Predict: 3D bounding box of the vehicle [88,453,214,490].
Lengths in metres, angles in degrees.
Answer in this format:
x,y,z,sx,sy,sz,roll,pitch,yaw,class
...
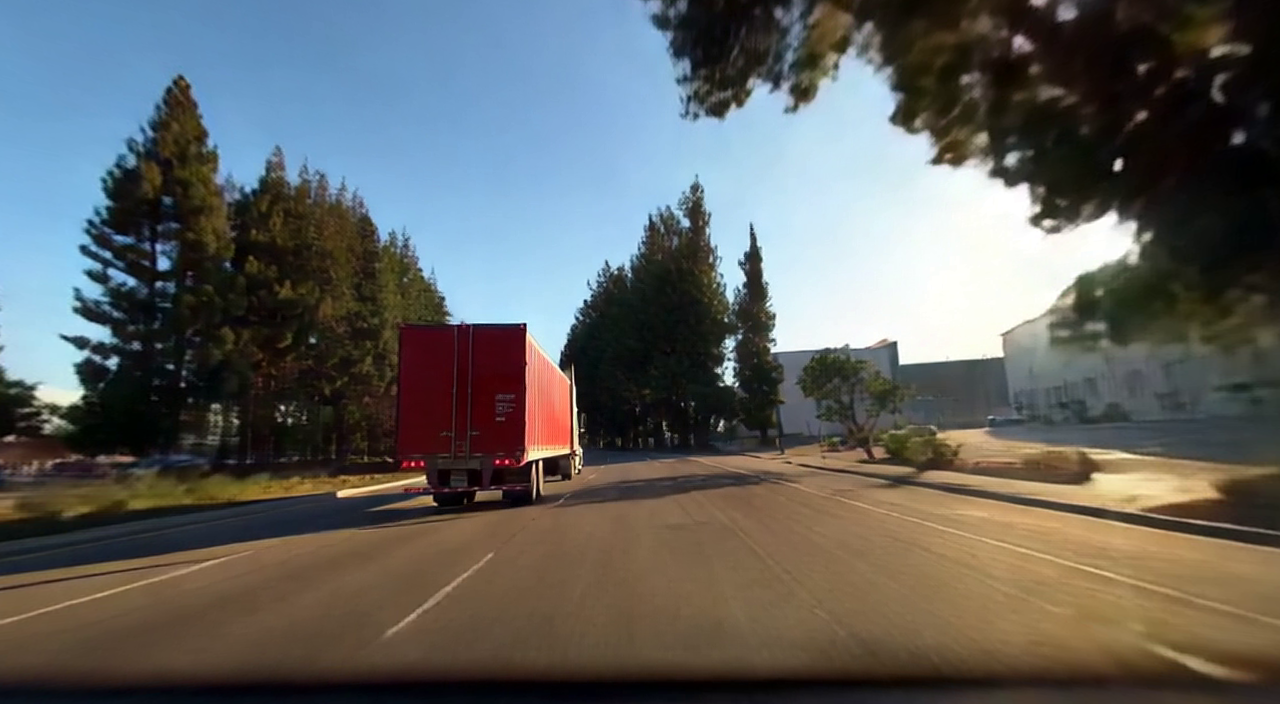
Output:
x,y,z,sx,sy,sz,roll,pitch,yaw,class
-22.217,5.408,29.011,2.022,1.493,4.767,0,-8,0,vehicle

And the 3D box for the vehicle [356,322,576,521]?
x,y,z,sx,sy,sz,roll,pitch,yaw,class
-3.418,1.778,15.167,2.910,3.419,8.376,0,-8,0,vehicle
